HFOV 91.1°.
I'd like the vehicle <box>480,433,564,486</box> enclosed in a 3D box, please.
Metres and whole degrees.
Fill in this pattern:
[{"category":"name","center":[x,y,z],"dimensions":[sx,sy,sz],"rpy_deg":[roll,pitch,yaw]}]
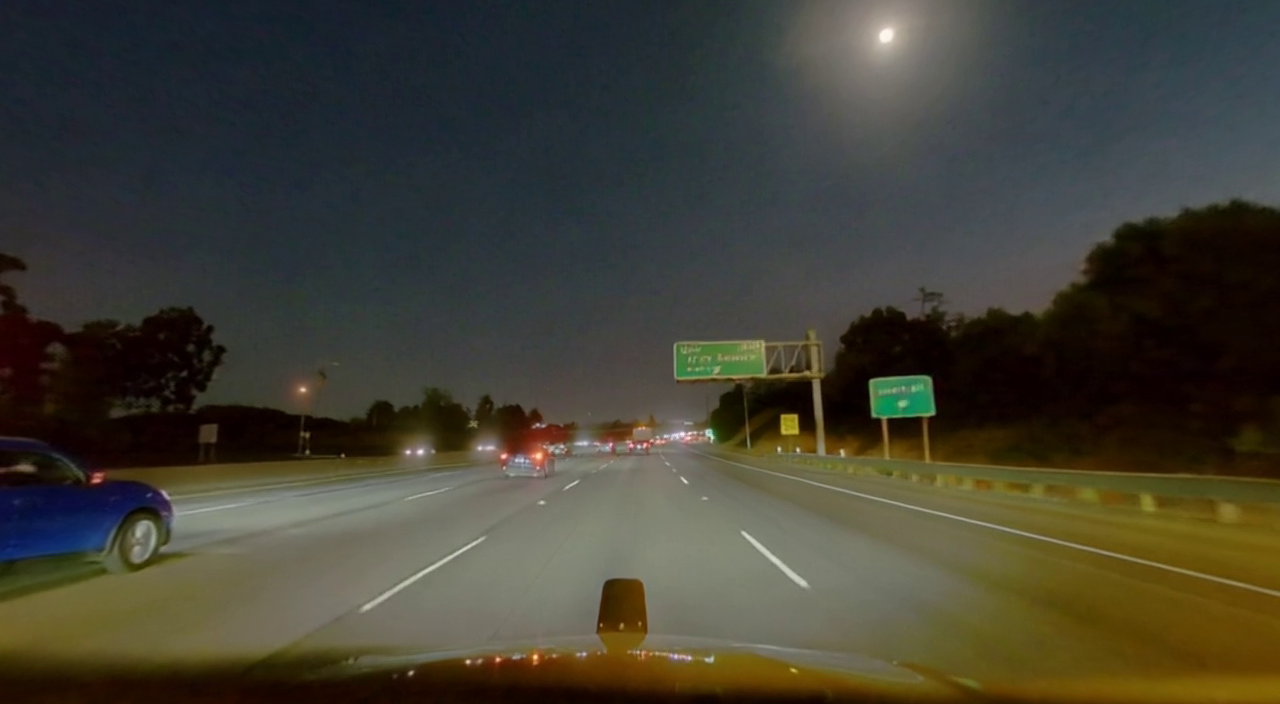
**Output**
[{"category":"vehicle","center":[-4.110,3.824,22.658],"dimensions":[2.154,1.693,4.394],"rpy_deg":[0,-8,0]}]

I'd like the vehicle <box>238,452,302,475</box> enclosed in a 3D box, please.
[{"category":"vehicle","center":[-24.952,7.503,42.506],"dimensions":[1.802,1.451,4.199],"rpy_deg":[0,-8,0]}]

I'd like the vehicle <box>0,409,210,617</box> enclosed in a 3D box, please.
[{"category":"vehicle","center":[-6.057,1.333,5.371],"dimensions":[1.969,1.633,3.962],"rpy_deg":[0,-8,-1]}]
